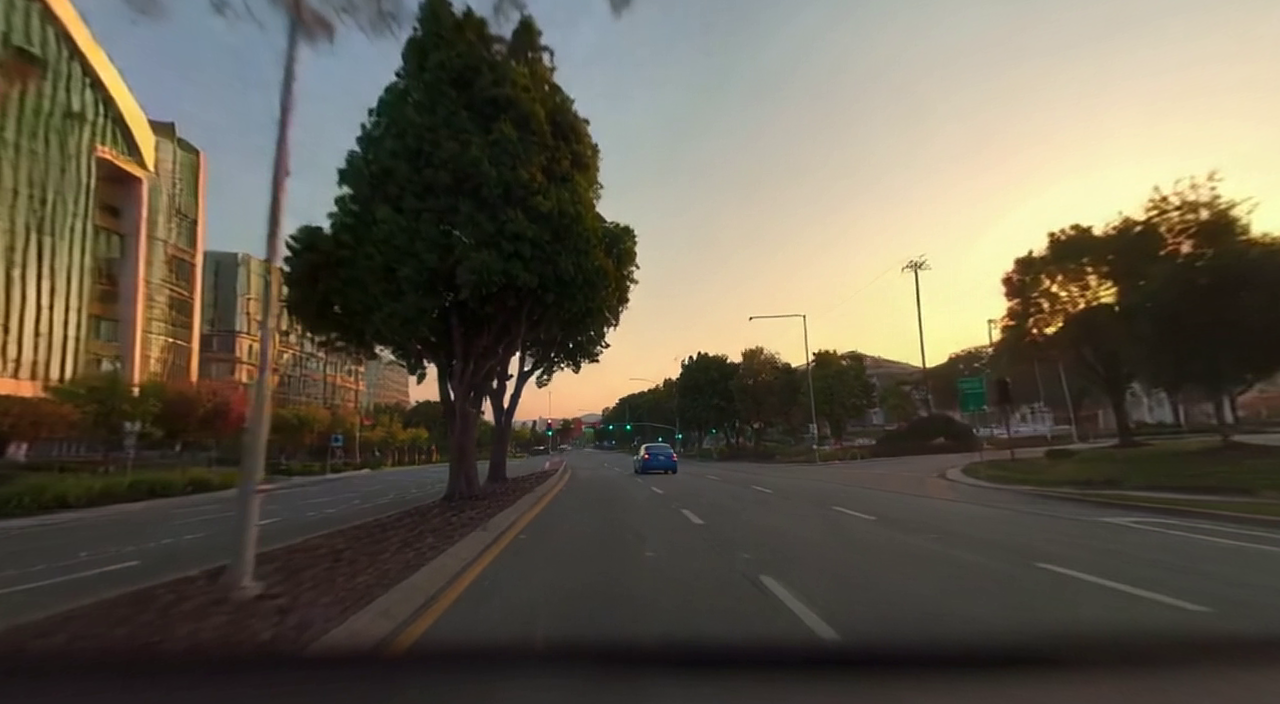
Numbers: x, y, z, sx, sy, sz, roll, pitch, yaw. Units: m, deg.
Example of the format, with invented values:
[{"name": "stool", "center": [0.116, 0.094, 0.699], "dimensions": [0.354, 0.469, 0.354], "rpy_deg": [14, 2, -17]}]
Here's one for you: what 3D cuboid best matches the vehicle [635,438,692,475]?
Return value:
[{"name": "vehicle", "center": [1.027, 5.034, 30.757], "dimensions": [2.165, 1.633, 4.381], "rpy_deg": [0, -8, -6]}]
